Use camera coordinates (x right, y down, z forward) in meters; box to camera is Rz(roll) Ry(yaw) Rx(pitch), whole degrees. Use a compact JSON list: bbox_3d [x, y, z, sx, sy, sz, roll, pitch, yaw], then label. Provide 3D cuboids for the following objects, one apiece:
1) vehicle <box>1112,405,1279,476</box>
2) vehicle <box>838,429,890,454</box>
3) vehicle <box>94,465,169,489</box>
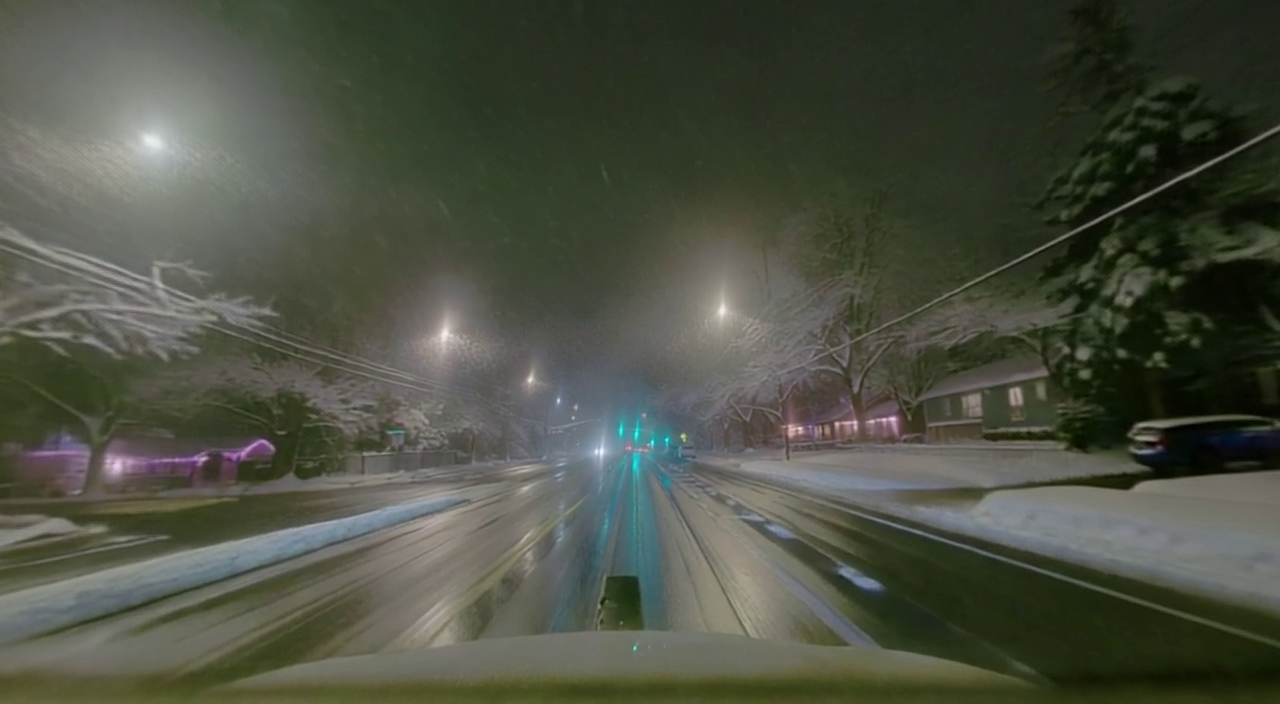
[{"bbox_3d":[16.281,2.374,17.394,4.843,1.594,2.127,-4,-9,-3],"label":"vehicle"},{"bbox_3d":[15.030,6.095,42.698,1.908,1.610,4.582,0,-9,2],"label":"vehicle"},{"bbox_3d":[-34.122,8.386,42.530,1.774,1.430,4.131,0,-9,-5],"label":"vehicle"}]
